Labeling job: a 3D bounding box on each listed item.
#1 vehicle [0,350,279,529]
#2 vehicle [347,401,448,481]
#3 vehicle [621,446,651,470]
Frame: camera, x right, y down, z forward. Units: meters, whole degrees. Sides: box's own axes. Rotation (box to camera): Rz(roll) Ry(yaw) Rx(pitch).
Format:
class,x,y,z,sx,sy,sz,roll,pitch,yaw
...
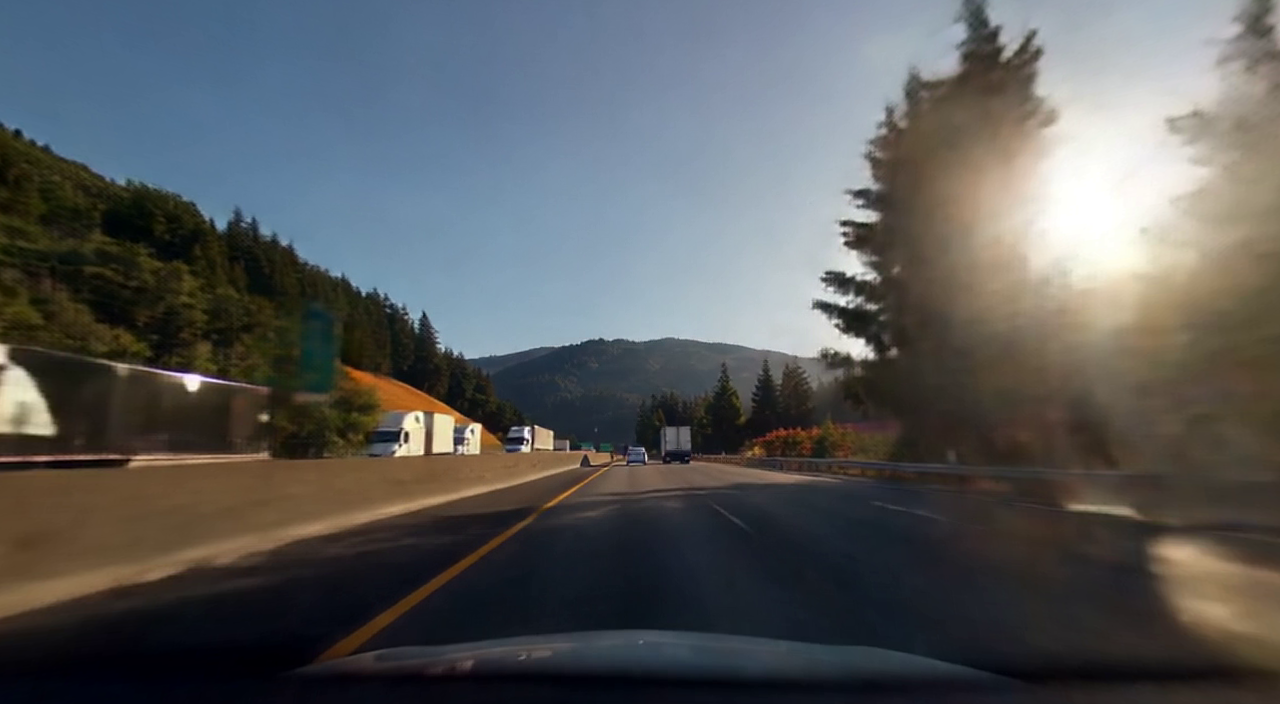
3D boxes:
class,x,y,z,sx,sy,sz,roll,pitch,yaw
vehicle,-13.138,2.328,16.684,2.668,3.649,7.436,0,-9,0
vehicle,-12.750,4.811,33.835,2.948,3.877,6.066,0,-9,-1
vehicle,-0.301,7.987,47.796,2.137,1.689,4.051,0,-9,-1
